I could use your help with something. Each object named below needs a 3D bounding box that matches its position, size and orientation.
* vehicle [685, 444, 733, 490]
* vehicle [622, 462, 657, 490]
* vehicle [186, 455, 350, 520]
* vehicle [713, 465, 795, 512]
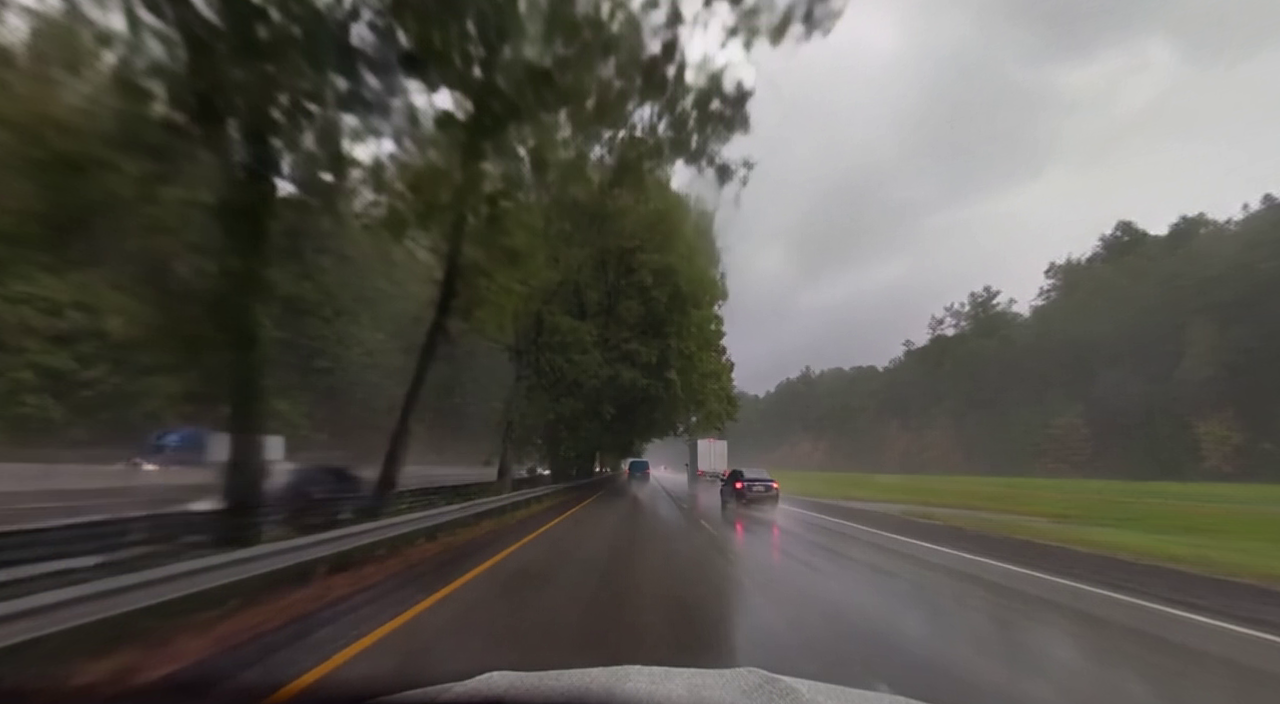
[{"bbox_3d":[4.747,8.154,44.748,2.563,2.975,6.941,1,-10,0],"label":"vehicle"},{"bbox_3d":[-0.002,8.347,42.491,2.212,1.717,4.452,0,-10,1],"label":"vehicle"},{"bbox_3d":[-9.812,3.608,17.062,1.897,1.498,3.978,0,-10,1],"label":"vehicle"},{"bbox_3d":[4.166,5.092,23.903,2.073,1.532,4.969,1,-10,-2],"label":"vehicle"}]
